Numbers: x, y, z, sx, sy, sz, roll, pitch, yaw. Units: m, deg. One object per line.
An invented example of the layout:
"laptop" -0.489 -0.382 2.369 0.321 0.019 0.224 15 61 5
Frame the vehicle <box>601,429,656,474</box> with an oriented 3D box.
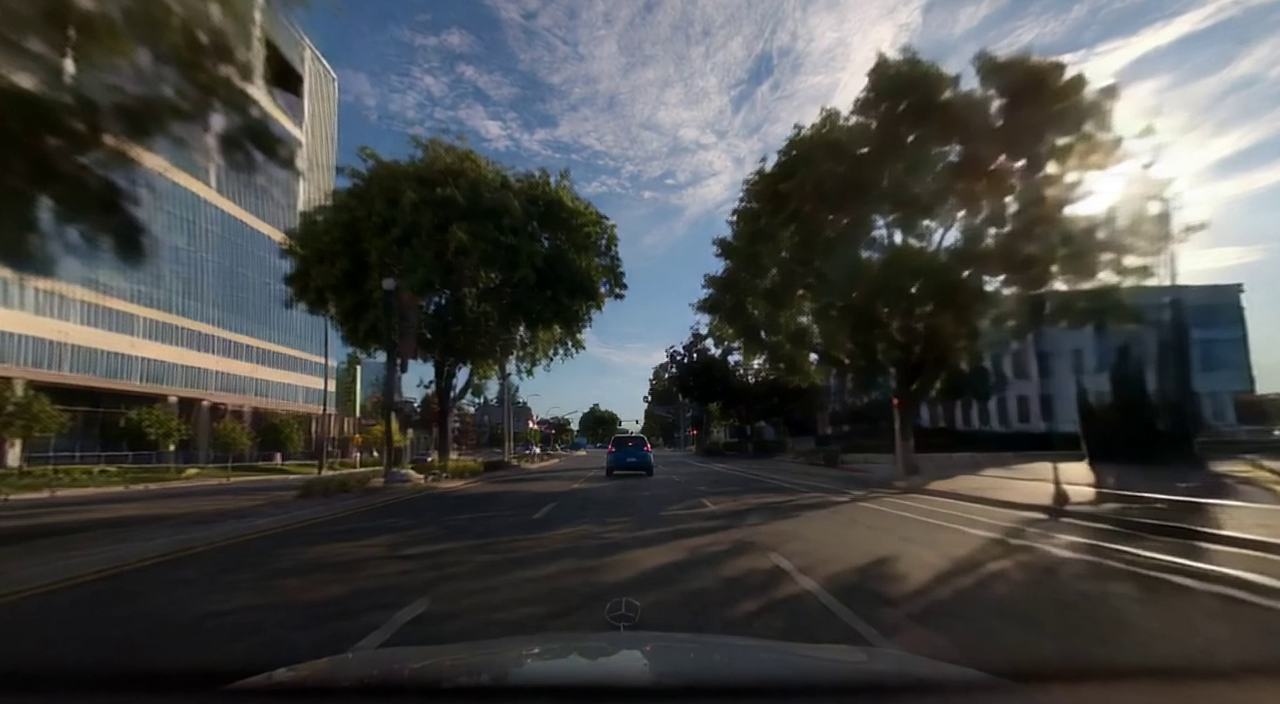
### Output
"vehicle" -0.510 4.548 28.952 2.313 1.860 4.319 0 -9 0
